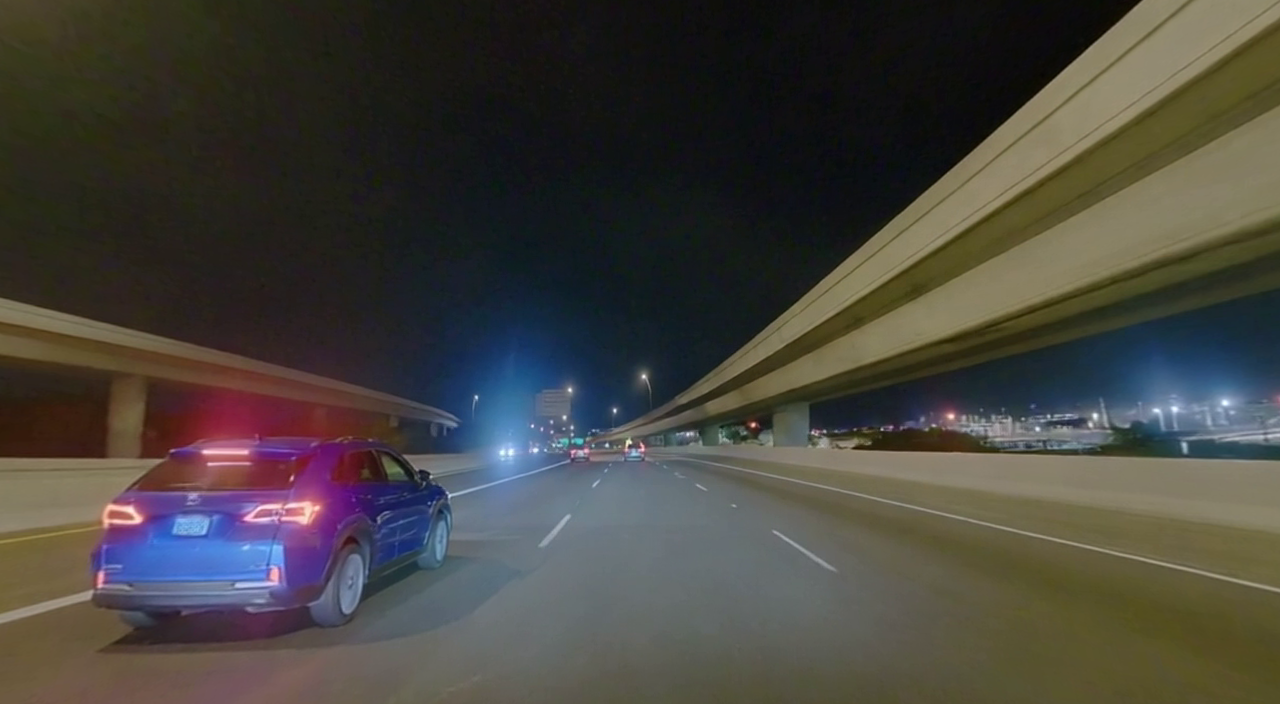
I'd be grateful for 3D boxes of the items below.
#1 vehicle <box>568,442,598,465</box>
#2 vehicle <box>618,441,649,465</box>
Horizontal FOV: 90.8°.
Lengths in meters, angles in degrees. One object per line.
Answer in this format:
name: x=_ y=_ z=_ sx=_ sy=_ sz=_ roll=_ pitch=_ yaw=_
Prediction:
vehicle: x=-4.327 y=7.753 z=48.486 sx=2.000 sy=1.646 sz=4.201 roll=0 pitch=-8 yaw=0
vehicle: x=-0.500 y=7.264 z=45.689 sx=2.132 sy=1.657 sz=3.967 roll=0 pitch=-8 yaw=-1
